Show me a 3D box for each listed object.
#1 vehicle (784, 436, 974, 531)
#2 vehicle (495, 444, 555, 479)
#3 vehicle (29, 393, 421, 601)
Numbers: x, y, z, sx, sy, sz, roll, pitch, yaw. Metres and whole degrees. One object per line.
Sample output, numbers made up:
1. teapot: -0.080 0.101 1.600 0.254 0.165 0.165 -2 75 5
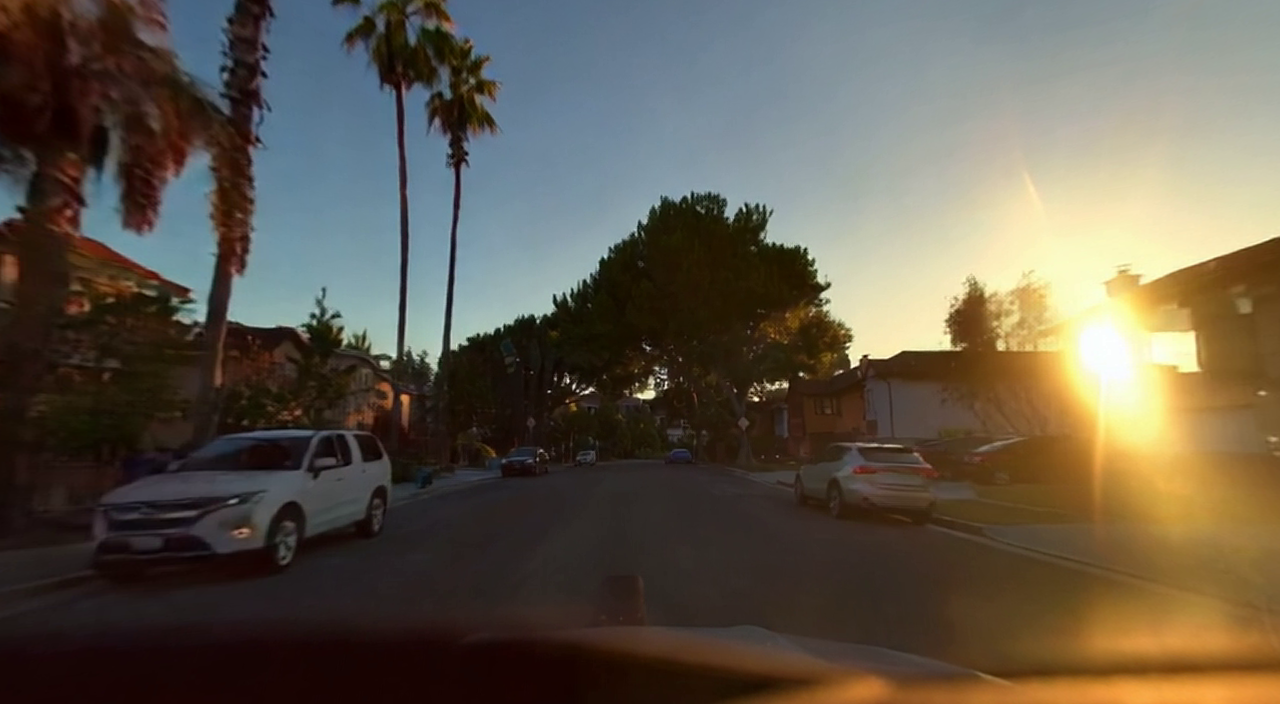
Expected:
1. vehicle: 4.504 2.533 12.822 1.991 1.554 4.501 0 -9 -2
2. vehicle: -5.507 5.306 30.951 2.079 1.486 4.877 -3 -8 -1
3. vehicle: -4.835 1.760 8.634 2.149 1.877 5.082 -2 -9 -3
